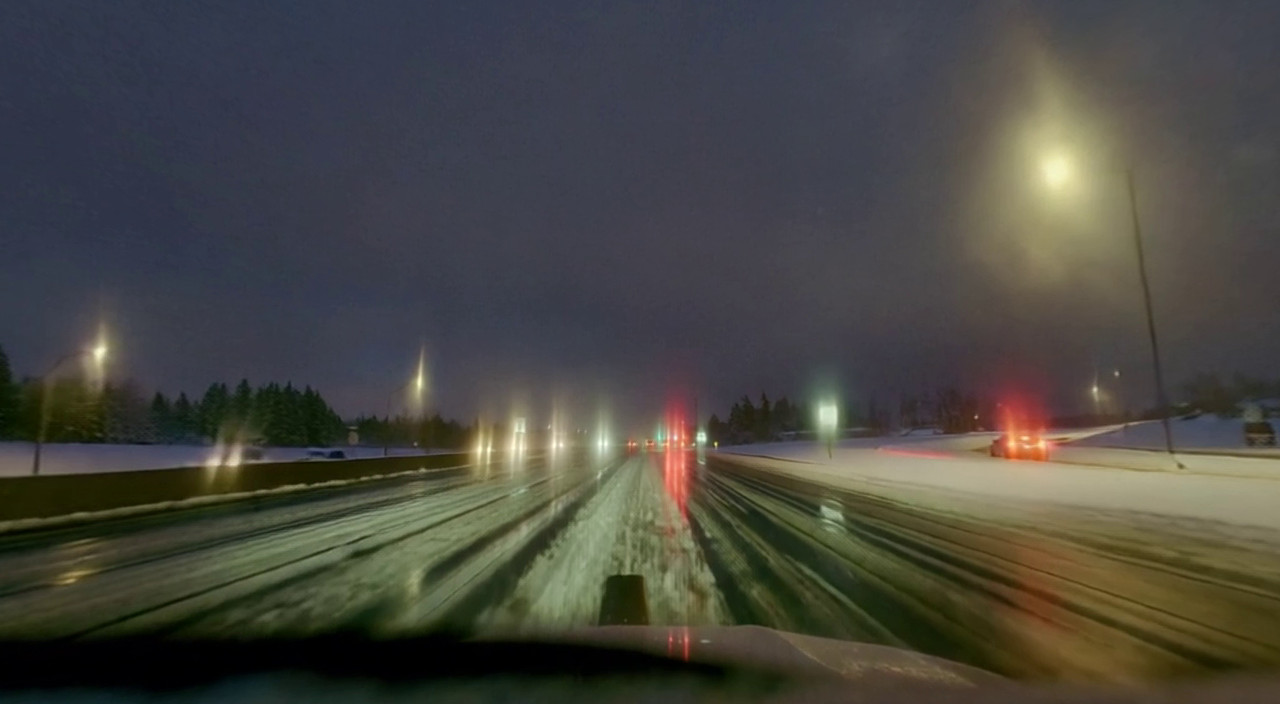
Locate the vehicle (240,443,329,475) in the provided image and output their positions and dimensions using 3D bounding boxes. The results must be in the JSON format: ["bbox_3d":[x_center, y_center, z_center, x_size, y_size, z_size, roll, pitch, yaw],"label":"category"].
[{"bbox_3d":[-18.245,5.474,32.601,1.898,1.498,4.536,0,-8,1],"label":"vehicle"}]

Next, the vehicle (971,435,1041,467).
[{"bbox_3d":[20.249,5.496,35.112,2.039,1.658,4.457,-2,-9,12],"label":"vehicle"}]

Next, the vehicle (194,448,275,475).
[{"bbox_3d":[-25.319,6.816,39.526,1.911,1.546,4.648,0,-8,1],"label":"vehicle"}]
